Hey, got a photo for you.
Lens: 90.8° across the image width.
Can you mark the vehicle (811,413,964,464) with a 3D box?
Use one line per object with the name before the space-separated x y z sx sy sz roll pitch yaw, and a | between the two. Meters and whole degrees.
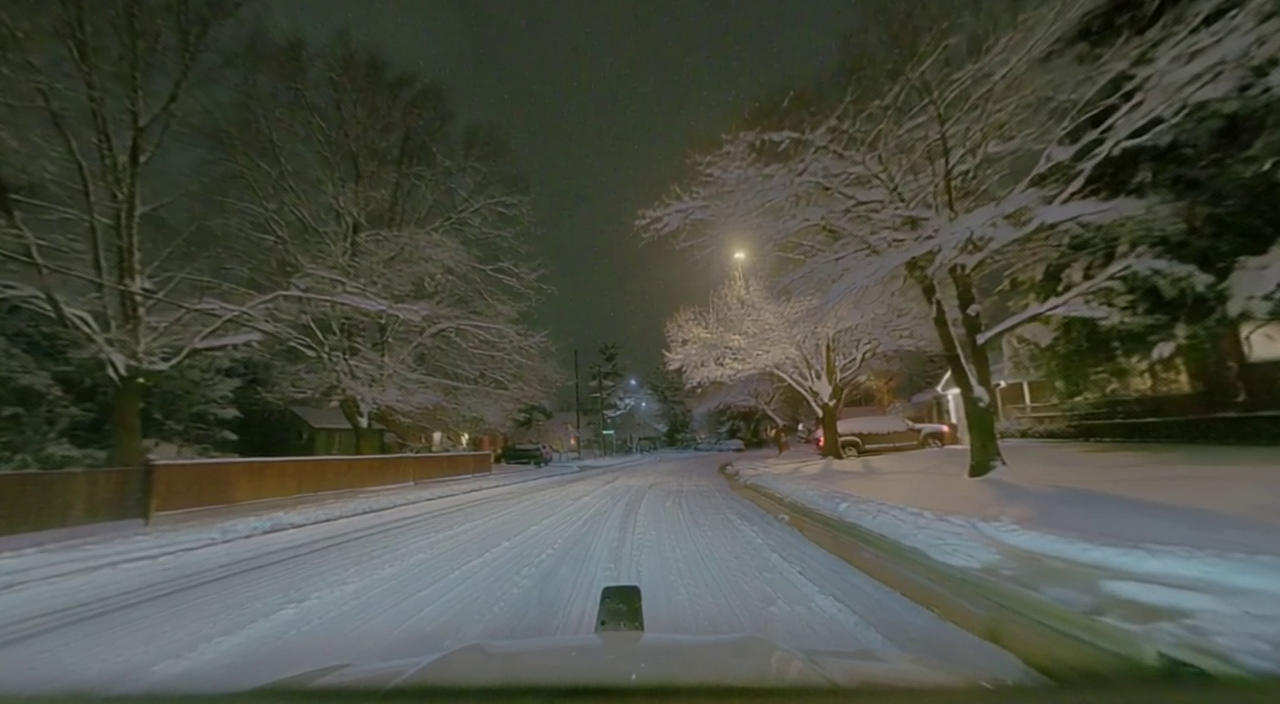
vehicle | 11.341 4.051 29.483 6.053 2.240 2.582 -1 -9 6
